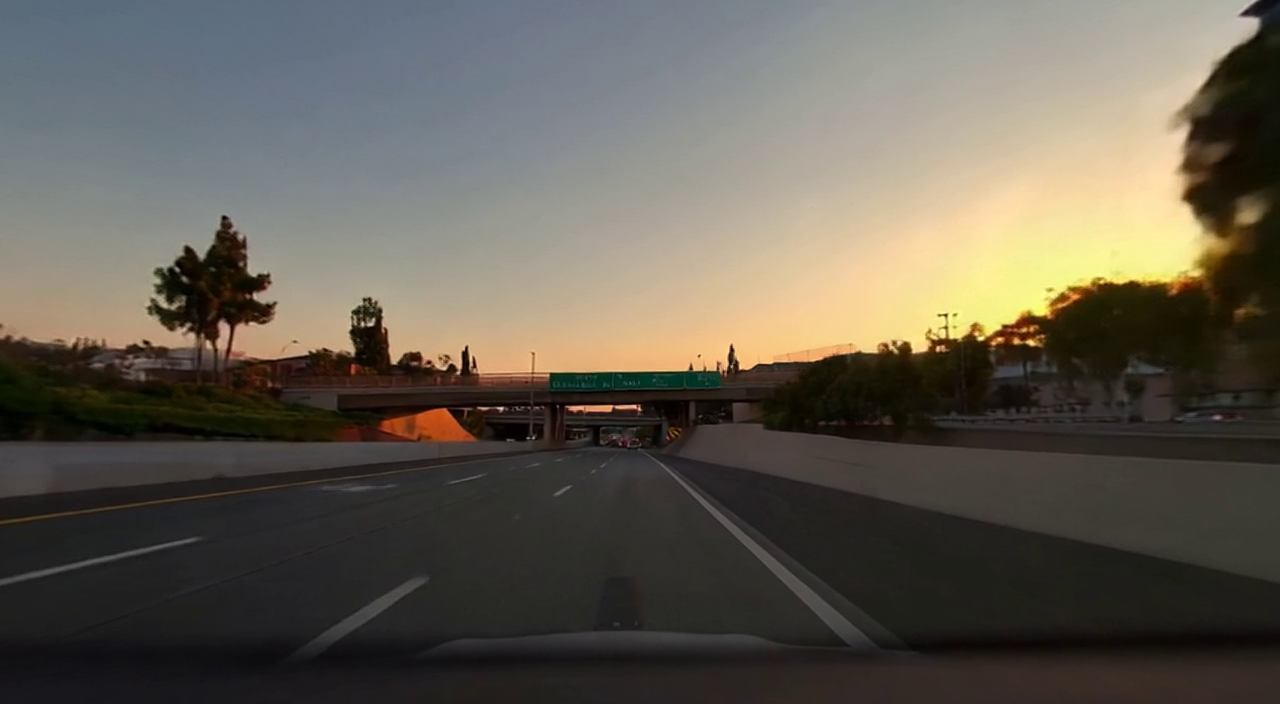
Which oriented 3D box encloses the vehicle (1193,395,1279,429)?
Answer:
[{"bbox_3d":[46.426,4.740,48.734,2.307,2.263,6.123,-1,-9,9],"label":"vehicle"}]
